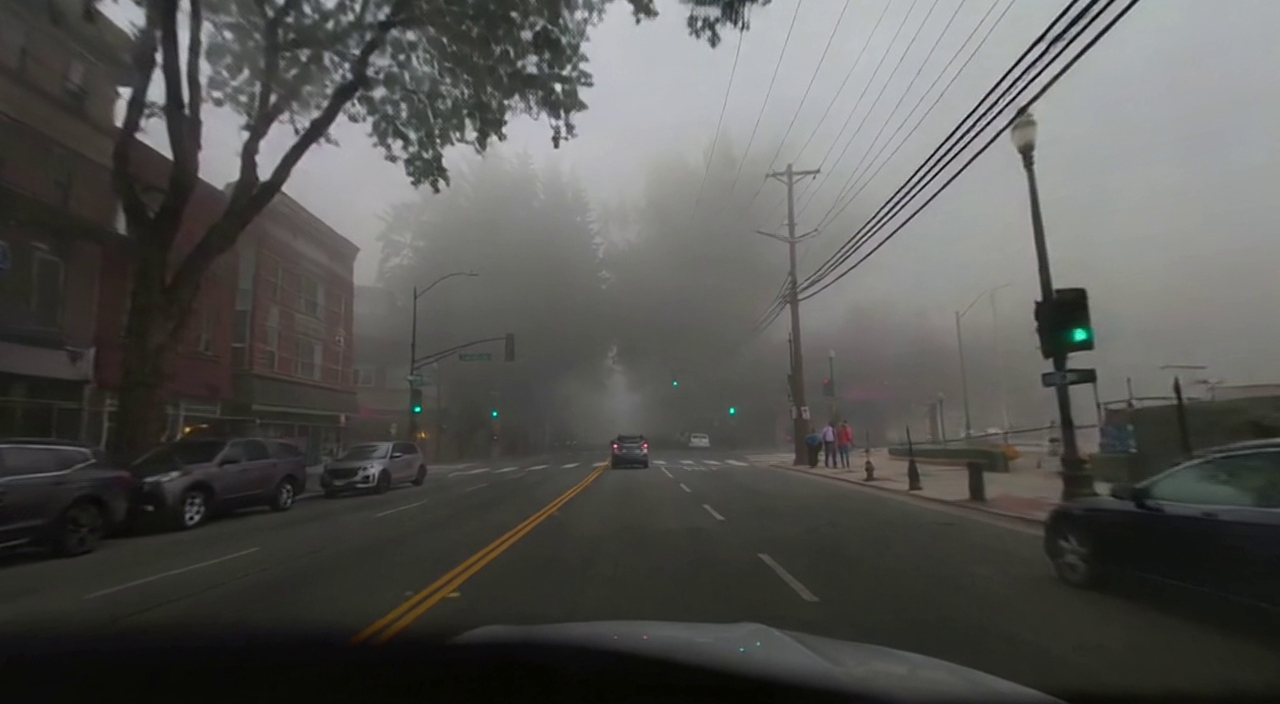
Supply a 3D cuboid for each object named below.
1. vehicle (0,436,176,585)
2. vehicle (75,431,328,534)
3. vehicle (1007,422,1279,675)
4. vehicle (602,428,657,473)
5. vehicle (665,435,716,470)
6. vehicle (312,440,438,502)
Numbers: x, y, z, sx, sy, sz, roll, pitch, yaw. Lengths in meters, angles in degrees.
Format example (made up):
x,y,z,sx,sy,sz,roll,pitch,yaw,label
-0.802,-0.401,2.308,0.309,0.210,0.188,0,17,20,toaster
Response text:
x,y,z,sx,sy,sz,roll,pitch,yaw,label
-9.341,2.037,8.162,2.305,1.883,5.580,0,-10,2,vehicle
-9.692,2.907,14.781,1.980,1.931,5.487,0,-9,-1,vehicle
5.502,1.332,4.318,2.266,1.705,5.998,0,-8,-1,vehicle
-0.475,4.470,28.814,2.301,1.854,4.919,0,-9,-1,vehicle
2.350,4.841,30.634,1.998,1.580,4.015,0,-9,-2,vehicle
-9.668,4.385,23.770,2.048,1.985,6.011,0,-9,0,vehicle
